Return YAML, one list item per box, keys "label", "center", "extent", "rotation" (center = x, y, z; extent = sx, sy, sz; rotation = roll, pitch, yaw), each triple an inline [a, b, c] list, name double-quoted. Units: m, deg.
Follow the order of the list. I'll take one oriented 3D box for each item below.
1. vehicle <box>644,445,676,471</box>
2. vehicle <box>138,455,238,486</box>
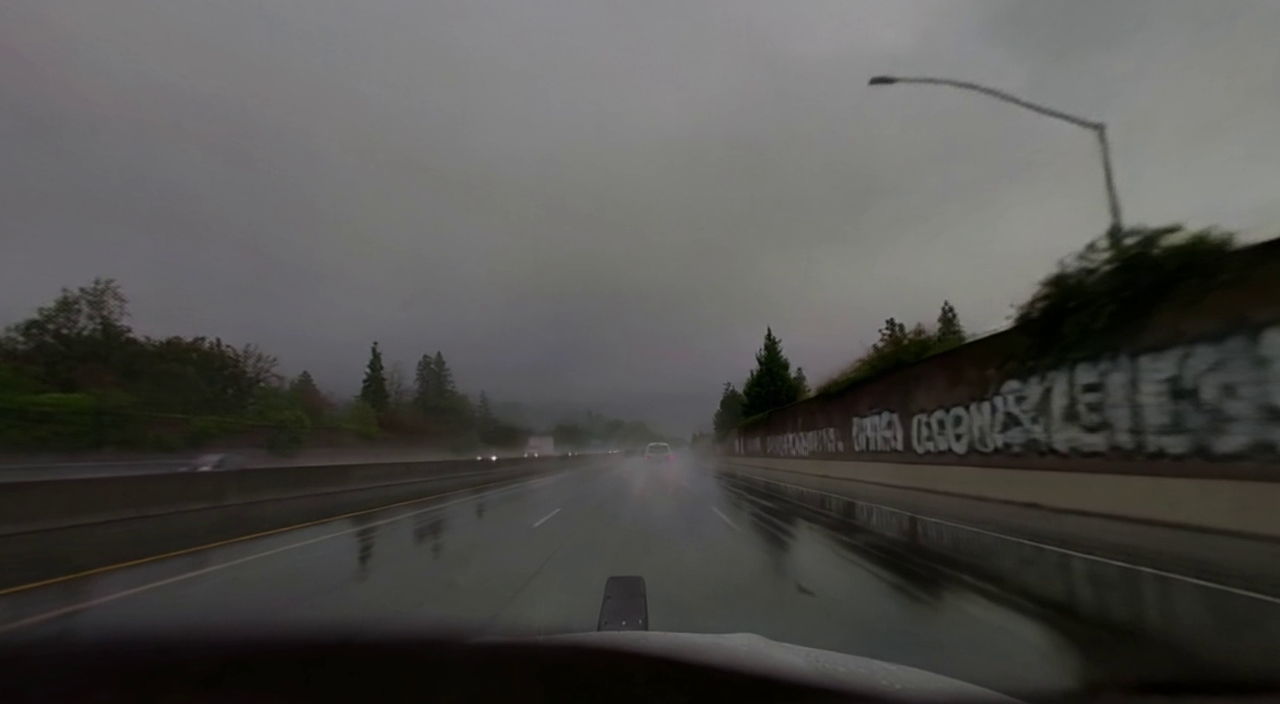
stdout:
- label: "vehicle"
  center: [1.538, 8.393, 49.850]
  extent: [2.279, 1.934, 4.268]
  rotation: [0, -9, -1]
- label: "vehicle"
  center: [-23.452, 6.144, 32.938]
  extent: [1.807, 1.439, 4.372]
  rotation: [-1, -9, 3]
